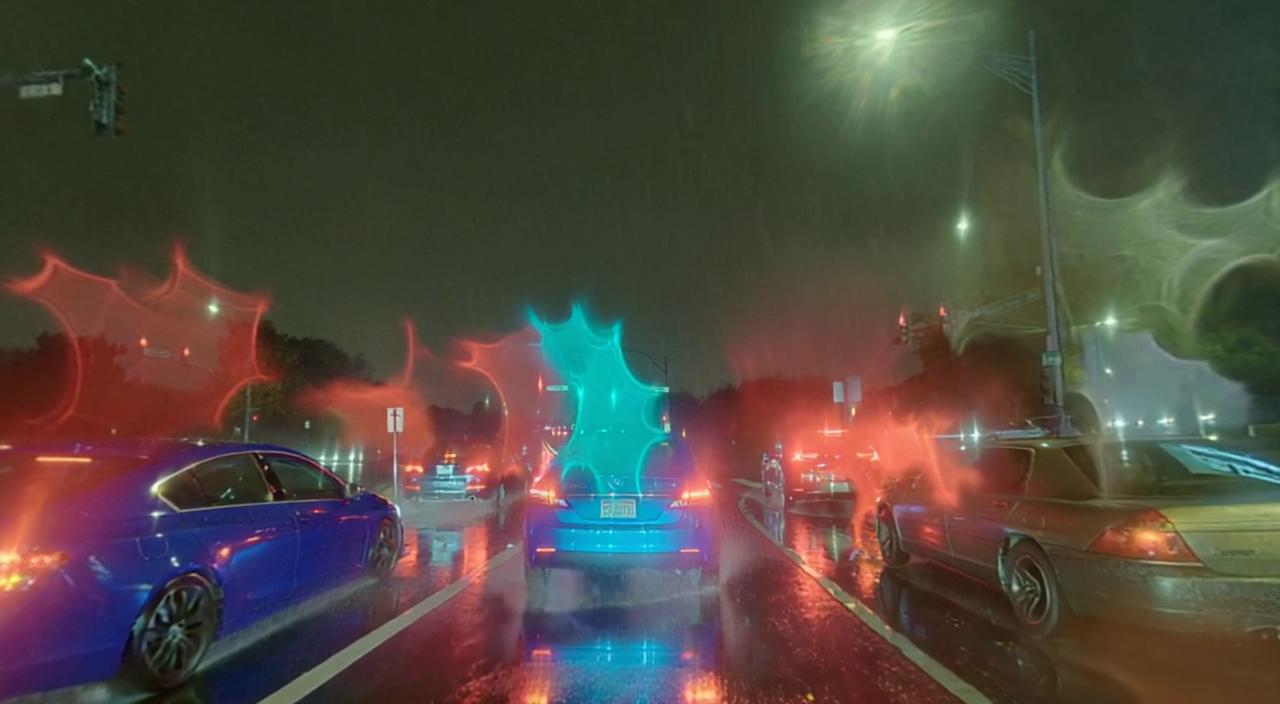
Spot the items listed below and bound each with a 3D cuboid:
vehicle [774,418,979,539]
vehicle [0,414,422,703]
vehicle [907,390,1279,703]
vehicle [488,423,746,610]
[{"bbox_3d":[3.779,2.096,11.023,2.007,1.683,4.171,0,-8,1],"label":"vehicle"},{"bbox_3d":[-3.408,1.298,4.710,1.980,1.454,4.226,0,-8,1],"label":"vehicle"},{"bbox_3d":[3.412,1.067,3.495,1.981,1.499,4.536,-1,-8,2],"label":"vehicle"},{"bbox_3d":[-0.174,1.616,7.114,2.059,1.477,3.988,0,-8,0],"label":"vehicle"}]
